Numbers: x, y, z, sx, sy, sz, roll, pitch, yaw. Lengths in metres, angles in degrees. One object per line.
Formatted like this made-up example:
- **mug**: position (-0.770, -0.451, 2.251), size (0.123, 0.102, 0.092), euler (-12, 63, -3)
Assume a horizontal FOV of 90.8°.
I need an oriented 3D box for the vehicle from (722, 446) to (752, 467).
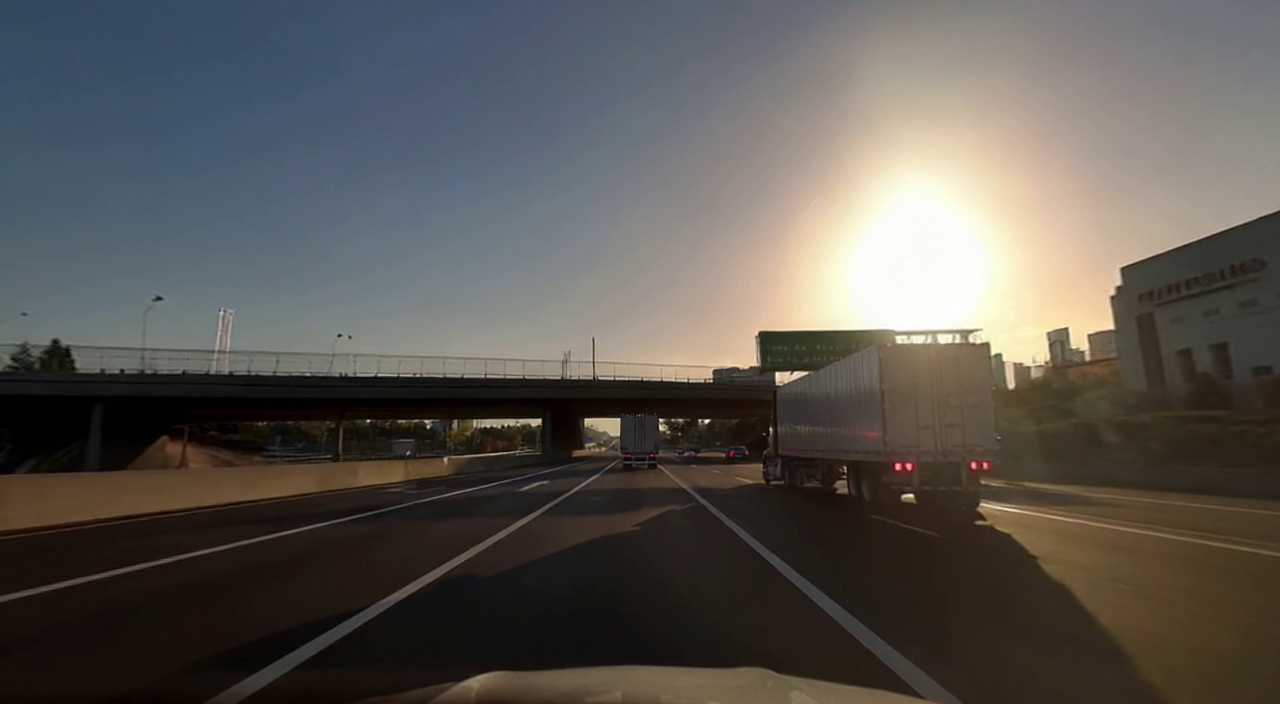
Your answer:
- **vehicle**: position (7.311, 7.947, 47.865), size (1.687, 1.503, 3.688), euler (0, -9, 0)
